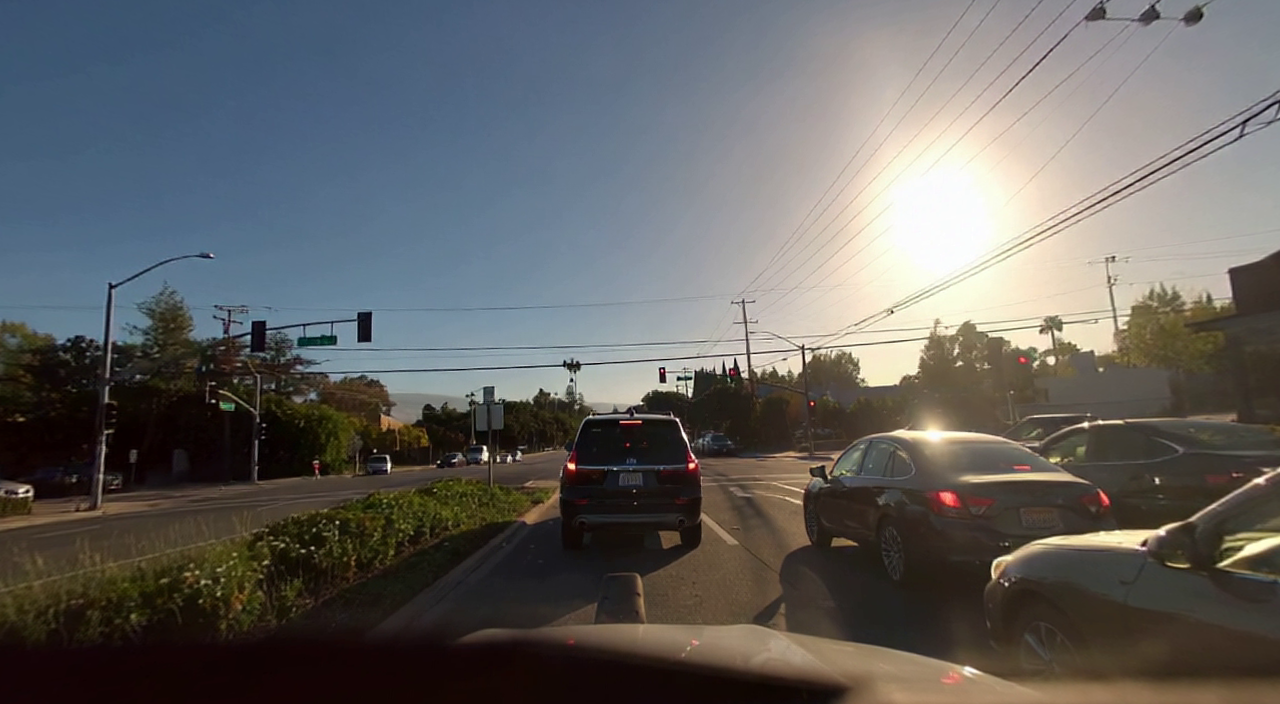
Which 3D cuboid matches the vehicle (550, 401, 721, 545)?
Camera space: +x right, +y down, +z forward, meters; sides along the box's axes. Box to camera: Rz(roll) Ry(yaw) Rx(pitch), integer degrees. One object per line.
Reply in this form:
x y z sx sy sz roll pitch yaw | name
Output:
-0.125 1.943 10.769 2.236 1.856 4.816 0 -8 -2 | vehicle

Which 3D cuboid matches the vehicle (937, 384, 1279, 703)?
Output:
2.727 0.778 1.414 2.004 1.460 4.297 0 -8 0 | vehicle

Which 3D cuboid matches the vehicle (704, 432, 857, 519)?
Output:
2.657 2.463 13.155 2.025 1.477 4.333 0 -8 -2 | vehicle

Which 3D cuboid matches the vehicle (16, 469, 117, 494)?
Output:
-38.342 8.675 42.331 4.569 1.505 1.992 1 -9 -5 | vehicle
